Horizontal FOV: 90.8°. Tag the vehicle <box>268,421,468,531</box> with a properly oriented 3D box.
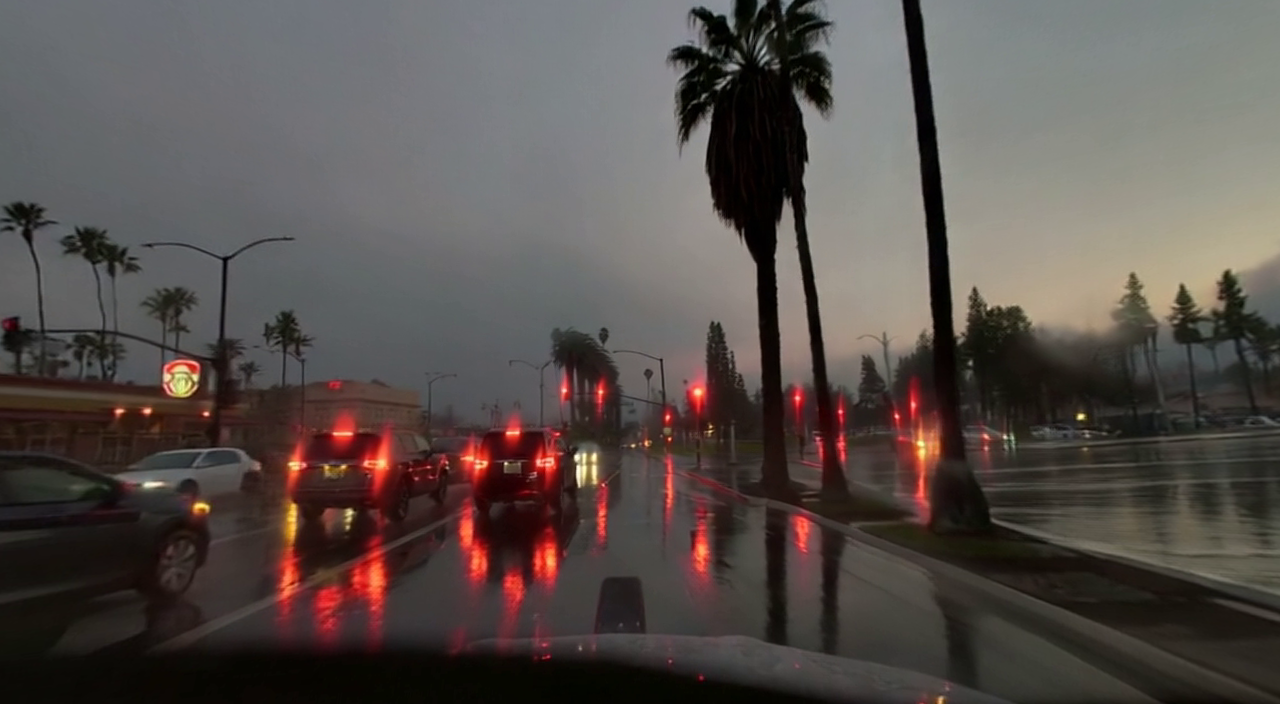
[{"bbox_3d":[-5.338,2.505,13.307,2.025,1.862,4.804,0,-9,1],"label":"vehicle"}]

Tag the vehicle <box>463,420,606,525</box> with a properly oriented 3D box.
[{"bbox_3d":[-1.908,2.371,12.910,2.153,1.759,4.320,0,-9,0],"label":"vehicle"}]

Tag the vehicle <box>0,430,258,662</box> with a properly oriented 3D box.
[{"bbox_3d":[-5.330,1.407,4.799,1.885,1.567,4.775,0,-9,0],"label":"vehicle"}]
